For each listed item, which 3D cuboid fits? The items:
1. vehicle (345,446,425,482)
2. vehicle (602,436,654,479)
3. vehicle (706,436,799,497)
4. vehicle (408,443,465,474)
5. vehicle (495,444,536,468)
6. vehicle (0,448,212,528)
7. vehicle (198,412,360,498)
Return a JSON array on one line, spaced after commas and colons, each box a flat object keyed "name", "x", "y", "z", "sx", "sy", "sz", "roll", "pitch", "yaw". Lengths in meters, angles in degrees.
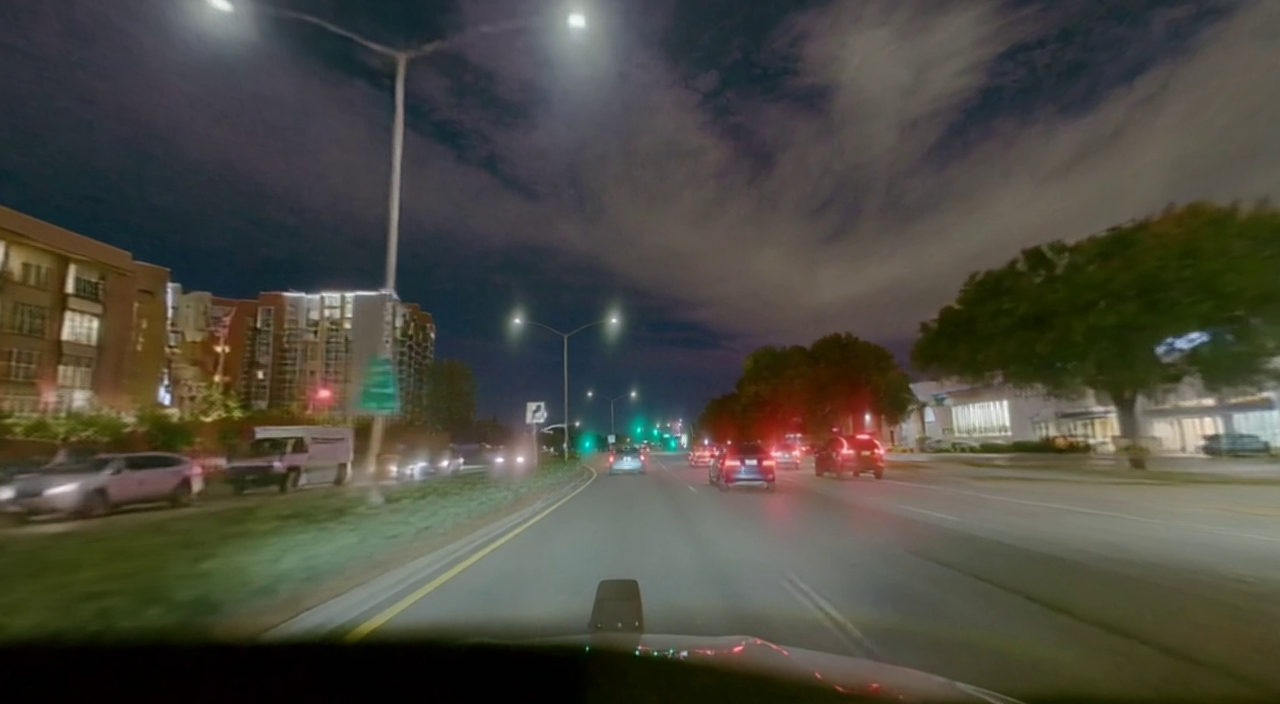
[{"name": "vehicle", "x": -12.154, "y": 5.315, "z": 30.431, "sx": 2.048, "sy": 1.470, "sz": 4.514, "roll": -2, "pitch": -8, "yaw": -1}, {"name": "vehicle", "x": -0.499, "y": 4.587, "z": 27.700, "sx": 2.101, "sy": 1.694, "sz": 3.979, "roll": 0, "pitch": -9, "yaw": 0}, {"name": "vehicle", "x": 3.049, "y": 3.197, "z": 17.961, "sx": 1.852, "sy": 1.498, "sz": 3.825, "roll": 0, "pitch": -9, "yaw": -1}, {"name": "vehicle", "x": -12.443, "y": 6.519, "z": 38.941, "sx": 2.002, "sy": 1.686, "sz": 4.477, "roll": -1, "pitch": -8, "yaw": 0}, {"name": "vehicle", "x": -8.689, "y": 7.258, "z": 44.349, "sx": 1.849, "sy": 1.506, "sz": 4.060, "roll": -1, "pitch": -8, "yaw": 3}, {"name": "vehicle", "x": -12.235, "y": 2.938, "z": 14.345, "sx": 1.923, "sy": 1.502, "sz": 4.422, "roll": 0, "pitch": -9, "yaw": 0}, {"name": "vehicle", "x": -12.379, "y": 3.549, "z": 22.339, "sx": 2.263, "sy": 2.542, "sz": 5.913, "roll": -2, "pitch": -8, "yaw": 0}]
